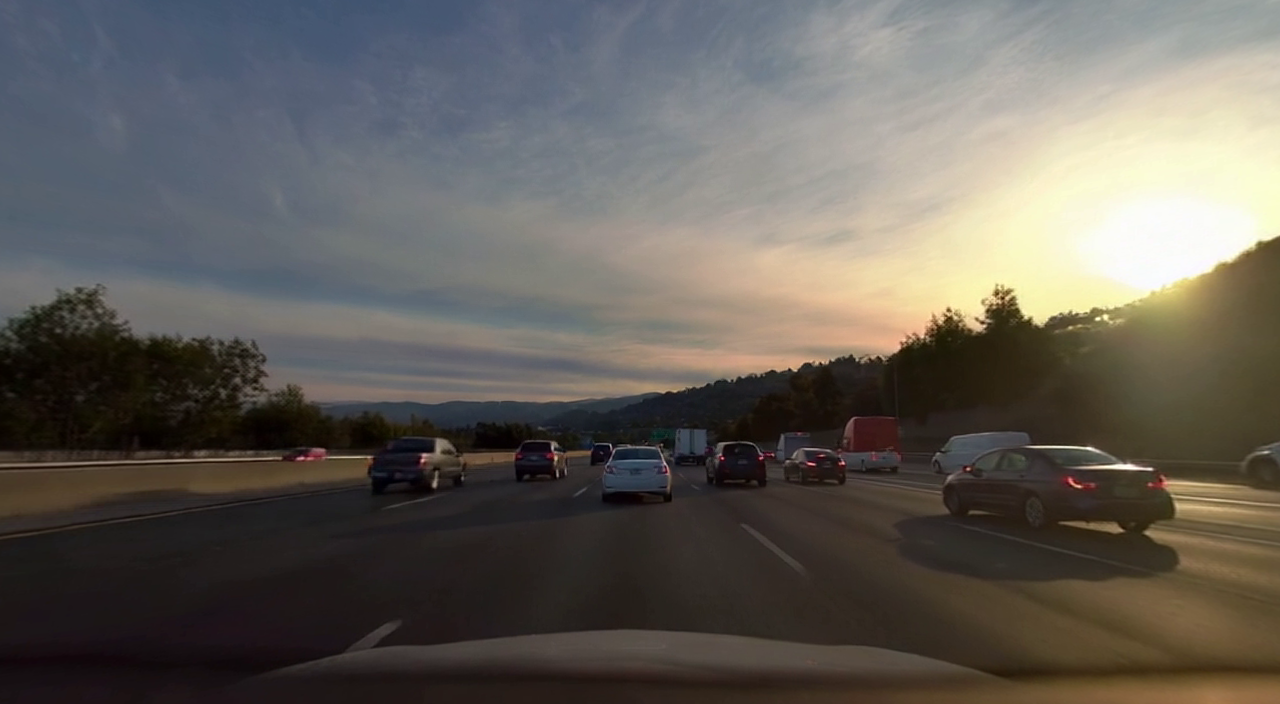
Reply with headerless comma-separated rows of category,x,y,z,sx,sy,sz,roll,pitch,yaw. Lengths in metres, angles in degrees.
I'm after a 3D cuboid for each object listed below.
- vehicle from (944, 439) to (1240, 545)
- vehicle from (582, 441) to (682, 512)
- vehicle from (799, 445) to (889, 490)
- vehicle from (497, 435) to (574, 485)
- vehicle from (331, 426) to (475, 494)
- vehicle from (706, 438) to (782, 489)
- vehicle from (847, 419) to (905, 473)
vehicle,7.628,2.371,11.380,2.021,1.505,4.480,0,-9,0
vehicle,-0.143,2.973,15.501,2.132,1.499,4.038,0,-9,1
vehicle,7.411,4.225,23.359,1.942,1.482,4.250,0,-9,0
vehicle,-3.883,4.130,24.295,2.079,1.741,4.436,0,-9,2
vehicle,-7.843,3.675,21.768,2.487,1.986,6.157,0,-9,1
vehicle,3.637,3.993,22.836,2.053,1.666,4.106,0,-9,0
vehicle,17.375,6.942,46.556,2.777,3.740,3.338,1,-9,-1
